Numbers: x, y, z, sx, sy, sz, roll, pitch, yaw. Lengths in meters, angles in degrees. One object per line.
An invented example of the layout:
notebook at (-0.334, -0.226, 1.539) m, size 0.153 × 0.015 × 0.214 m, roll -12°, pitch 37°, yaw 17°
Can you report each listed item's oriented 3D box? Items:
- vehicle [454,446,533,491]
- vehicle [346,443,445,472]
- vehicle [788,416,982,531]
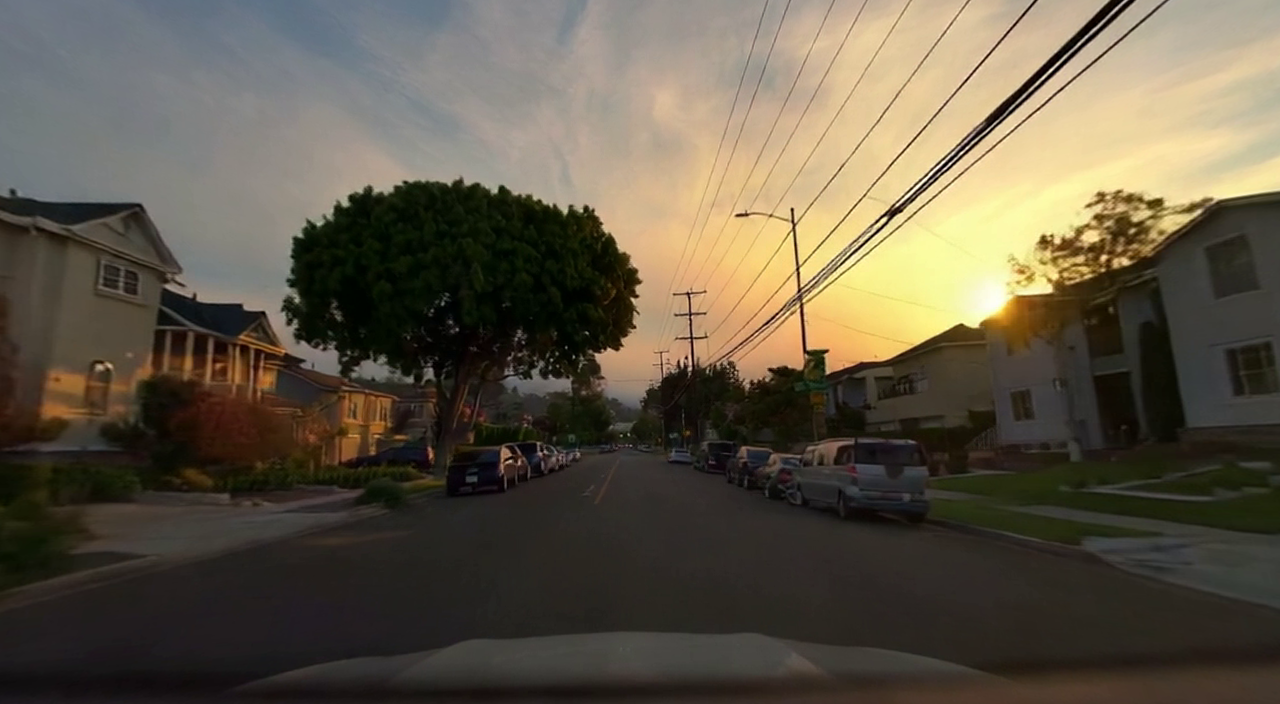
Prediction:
vehicle at (-5.397, 4.364, 23.870) m, size 2.031 × 1.468 × 4.165 m, roll -2°, pitch -9°, yaw -1°
vehicle at (-13.150, 5.671, 34.118) m, size 4.556 × 1.510 × 1.843 m, roll 0°, pitch -9°, yaw -1°
vehicle at (4.587, 2.350, 12.724) m, size 2.086 × 1.885 × 4.323 m, roll 0°, pitch -9°, yaw -1°
